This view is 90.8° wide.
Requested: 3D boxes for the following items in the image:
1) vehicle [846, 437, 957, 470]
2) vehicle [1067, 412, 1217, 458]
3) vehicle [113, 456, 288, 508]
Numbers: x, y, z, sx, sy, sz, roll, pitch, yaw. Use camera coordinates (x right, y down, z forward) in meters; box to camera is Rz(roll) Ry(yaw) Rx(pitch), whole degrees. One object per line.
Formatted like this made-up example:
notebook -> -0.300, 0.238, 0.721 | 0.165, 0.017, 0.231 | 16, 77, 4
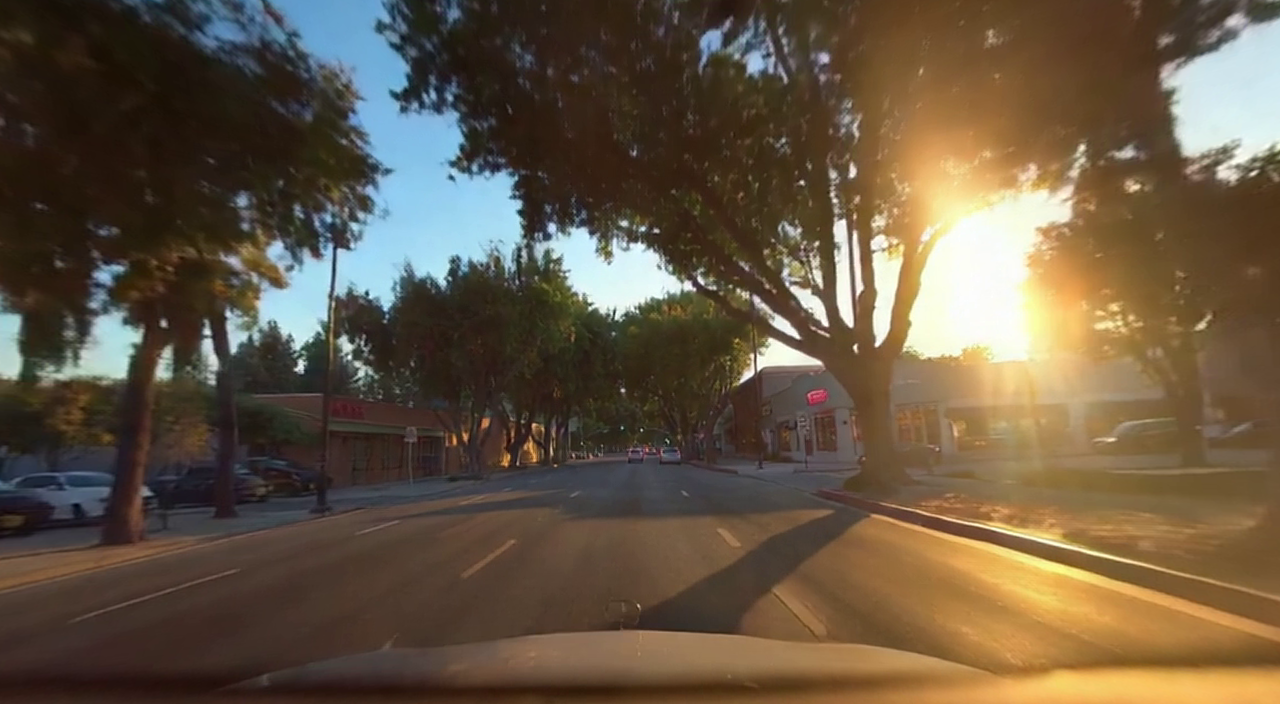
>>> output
vehicle -> 12.130, 4.750, 29.584 | 4.404, 1.445, 1.844 | -2, -9, 8
vehicle -> 25.034, 4.191, 31.665 | 5.444, 1.901, 2.250 | -3, -9, 0
vehicle -> -15.297, 4.522, 22.192 | 4.579, 1.701, 2.033 | -1, -9, 1
